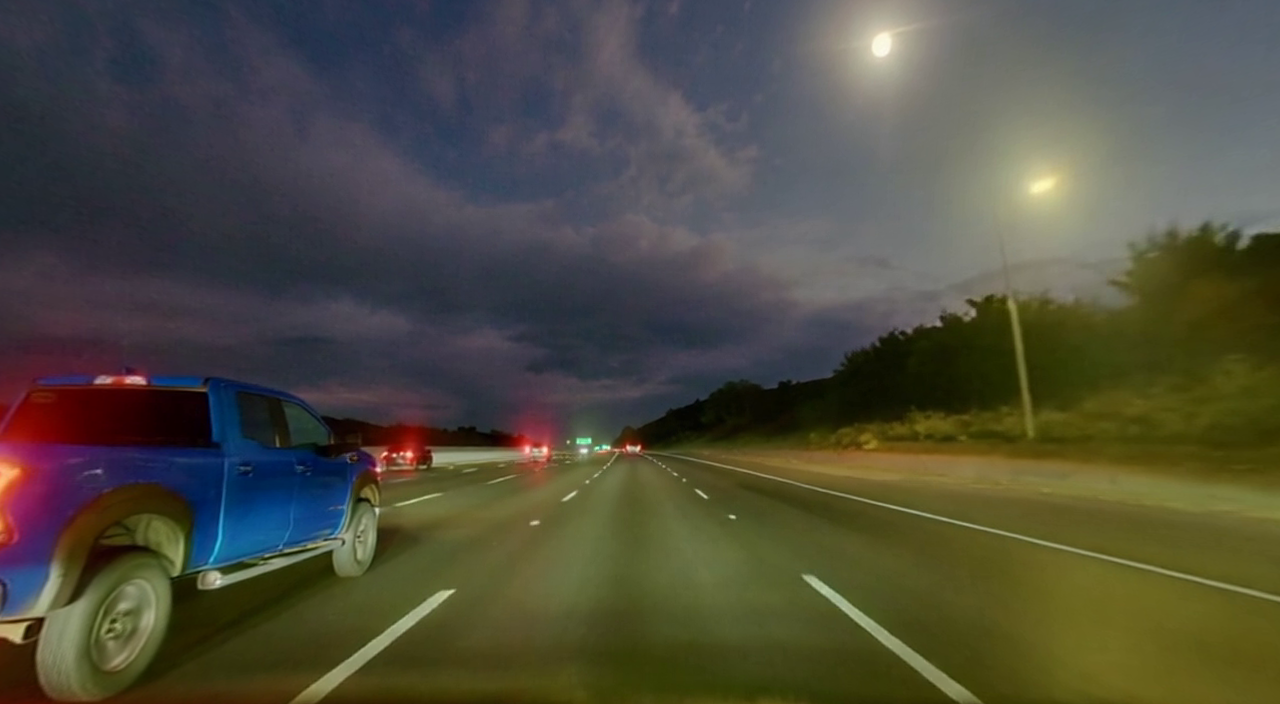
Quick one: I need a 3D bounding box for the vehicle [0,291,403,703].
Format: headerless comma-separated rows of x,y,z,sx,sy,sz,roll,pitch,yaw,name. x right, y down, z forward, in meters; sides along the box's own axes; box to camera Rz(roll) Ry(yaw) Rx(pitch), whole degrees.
-4.112,1.001,4.664,2.339,2.004,6.171,0,-9,0,vehicle
